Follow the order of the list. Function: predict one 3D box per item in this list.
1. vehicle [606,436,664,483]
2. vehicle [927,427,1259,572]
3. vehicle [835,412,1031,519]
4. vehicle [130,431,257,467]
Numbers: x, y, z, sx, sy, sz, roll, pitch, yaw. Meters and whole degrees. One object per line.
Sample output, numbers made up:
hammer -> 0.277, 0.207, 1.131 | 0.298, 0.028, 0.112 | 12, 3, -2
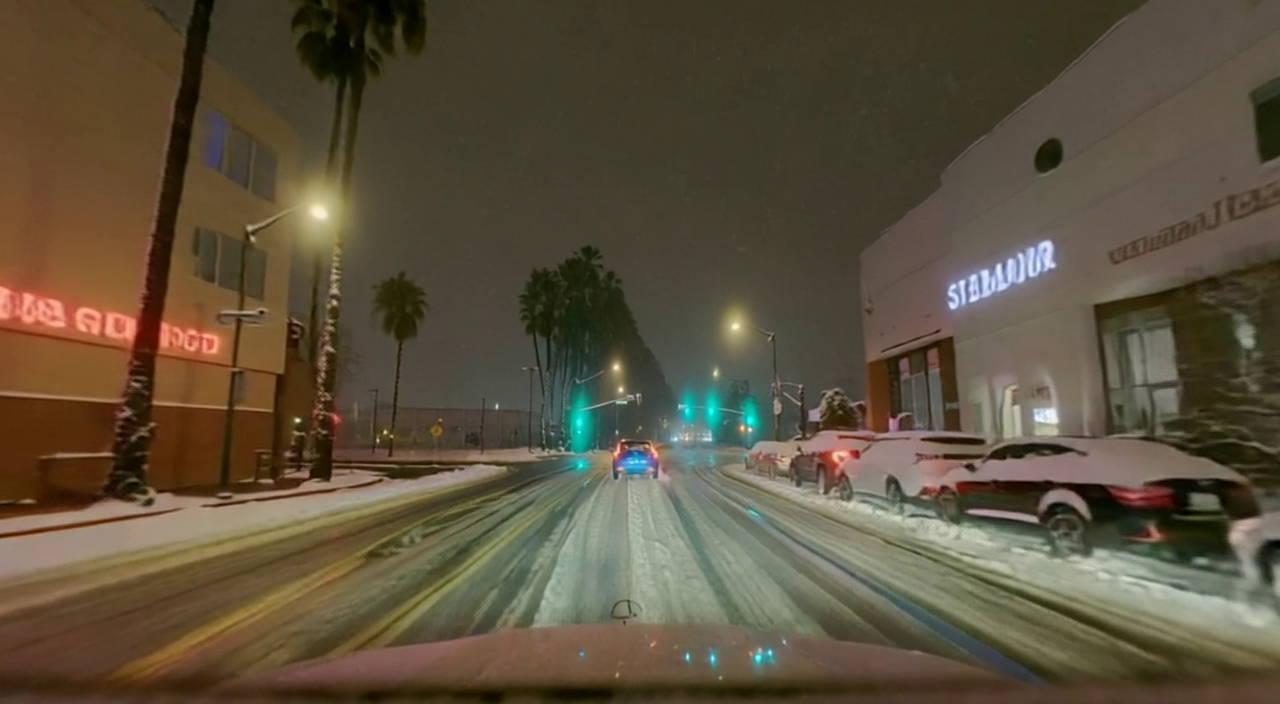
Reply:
vehicle -> -0.227, 4.143, 24.678 | 2.063, 1.664, 4.471 | 0, -8, -1
vehicle -> 6.117, 1.992, 9.323 | 1.747, 1.619, 4.157 | 0, -8, -1
vehicle -> 6.092, 2.426, 13.968 | 2.008, 1.928, 4.774 | 0, -8, 0
vehicle -> -32.685, 7.099, 46.584 | 2.562, 2.387, 6.989 | -4, -9, 30
